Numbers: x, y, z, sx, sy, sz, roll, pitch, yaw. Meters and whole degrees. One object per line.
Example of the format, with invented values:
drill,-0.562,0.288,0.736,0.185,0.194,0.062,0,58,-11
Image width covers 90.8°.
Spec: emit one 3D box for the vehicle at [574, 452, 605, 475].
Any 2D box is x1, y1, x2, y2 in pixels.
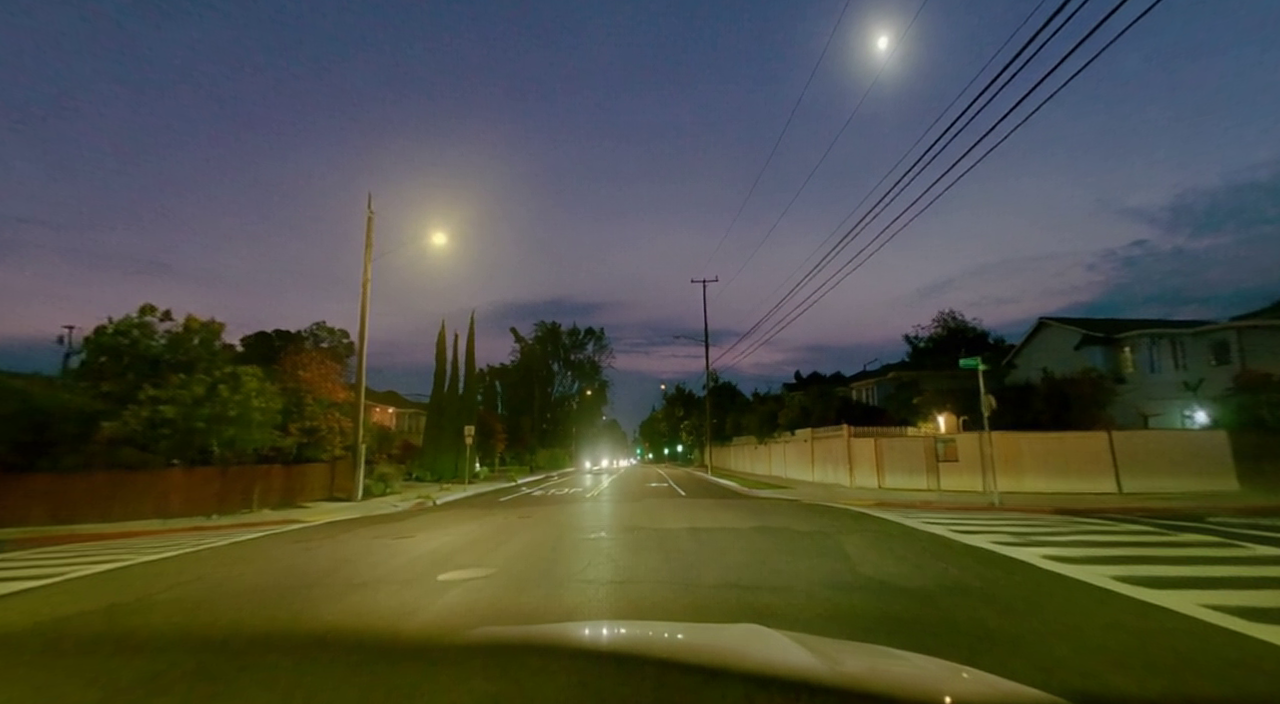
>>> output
vehicle,-3.762,8.392,47.711,1.935,1.595,3.972,0,-8,1
